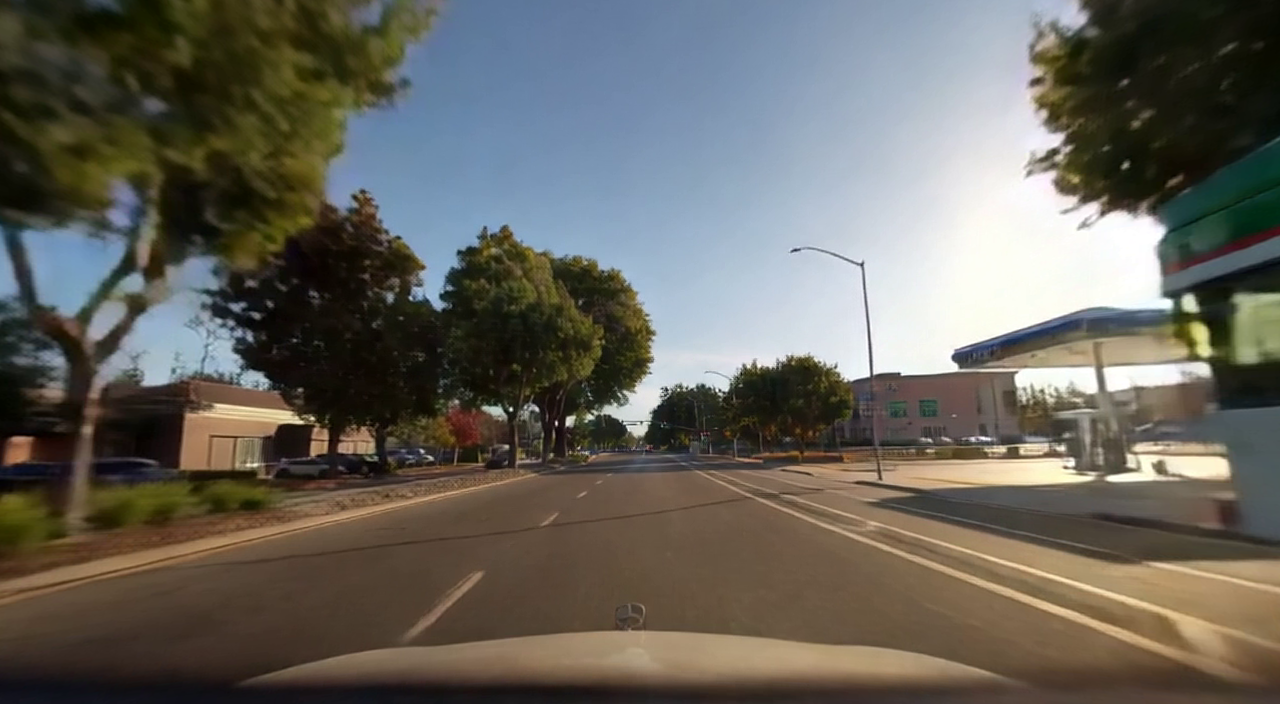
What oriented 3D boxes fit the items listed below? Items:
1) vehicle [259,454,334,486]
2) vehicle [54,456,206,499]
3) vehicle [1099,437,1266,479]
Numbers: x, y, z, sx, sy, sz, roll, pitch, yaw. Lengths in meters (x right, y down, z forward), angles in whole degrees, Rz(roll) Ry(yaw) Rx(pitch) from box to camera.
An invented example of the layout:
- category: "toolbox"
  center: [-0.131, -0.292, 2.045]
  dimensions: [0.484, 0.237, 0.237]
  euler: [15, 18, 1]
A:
- category: "vehicle"
  center: [-25.100, 8.605, 46.118]
  dimensions: [4.386, 2.004, 1.991]
  euler: [-4, -9, -2]
- category: "vehicle"
  center: [-21.419, 5.245, 26.792]
  dimensions: [2.114, 1.602, 4.824]
  euler: [-1, -9, 6]
- category: "vehicle"
  center: [19.468, 3.816, 22.775]
  dimensions: [4.238, 1.432, 1.910]
  euler: [0, -9, 0]
